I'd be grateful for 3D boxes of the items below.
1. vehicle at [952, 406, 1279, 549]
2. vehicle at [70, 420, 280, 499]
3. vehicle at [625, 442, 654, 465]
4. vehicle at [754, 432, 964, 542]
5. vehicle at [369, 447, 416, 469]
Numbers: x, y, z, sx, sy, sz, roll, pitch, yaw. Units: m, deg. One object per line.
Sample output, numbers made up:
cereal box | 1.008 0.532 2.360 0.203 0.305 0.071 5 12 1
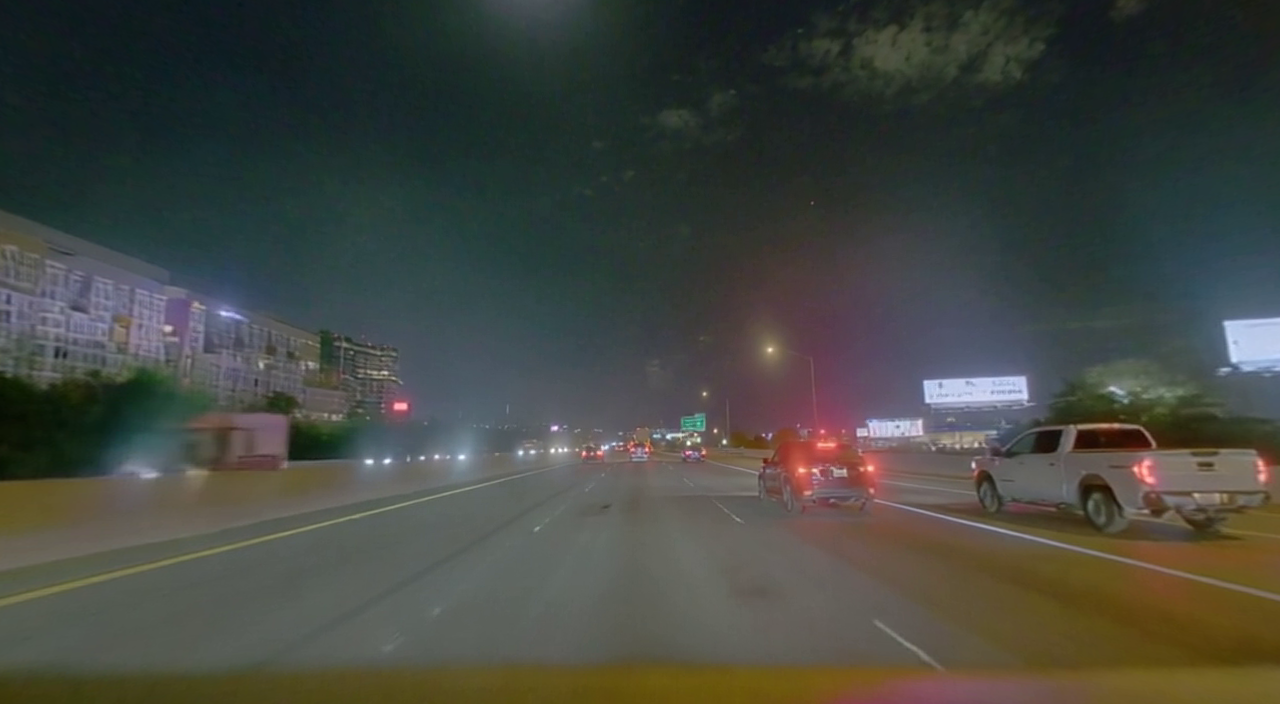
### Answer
vehicle | 7.542 1.955 10.469 2.176 1.793 4.841 0 -9 -1
vehicle | -14.499 3.406 20.362 2.438 2.164 5.666 0 -9 0
vehicle | -0.103 7.896 49.107 2.191 1.685 4.015 0 -9 -1
vehicle | 3.472 2.225 11.111 1.987 1.509 4.512 0 -9 -1
vehicle | -18.136 7.770 46.506 1.835 1.592 4.076 0 -9 0
